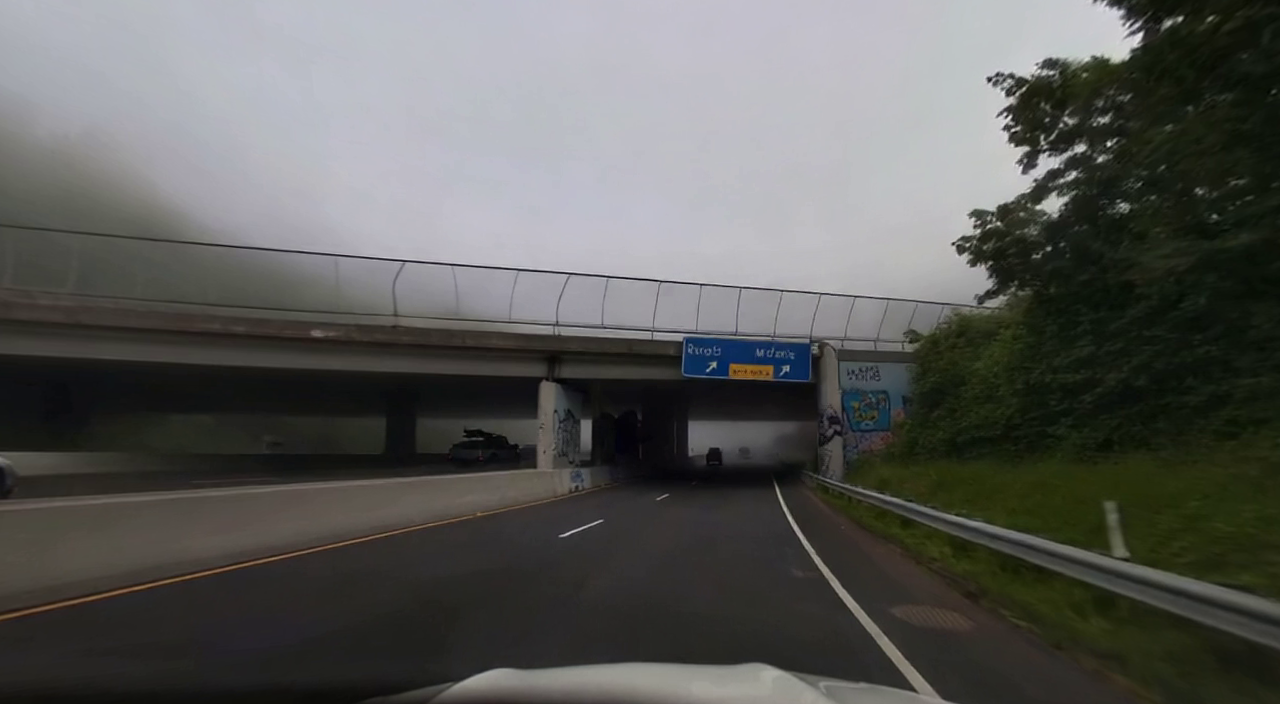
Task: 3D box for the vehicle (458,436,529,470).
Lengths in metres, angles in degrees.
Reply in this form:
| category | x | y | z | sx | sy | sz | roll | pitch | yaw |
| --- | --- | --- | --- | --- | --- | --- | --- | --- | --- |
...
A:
| category | x | y | z | sx | sy | sz | roll | pitch | yaw |
| --- | --- | --- | --- | --- | --- | --- | --- | --- | --- |
| vehicle | -7.906 | 5.482 | 34.432 | 1.962 | 1.731 | 4.523 | -2 | -9 | 12 |

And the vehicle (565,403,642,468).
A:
| category | x | y | z | sx | sy | sz | roll | pitch | yaw |
| --- | --- | --- | --- | --- | --- | --- | --- | --- | --- |
| vehicle | -2.262 | 5.838 | 43.811 | 2.942 | 3.975 | 9.515 | -2 | -9 | 12 |

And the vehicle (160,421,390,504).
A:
| category | x | y | z | sx | sy | sz | roll | pitch | yaw |
| --- | --- | --- | --- | --- | --- | --- | --- | --- | --- |
| vehicle | -8.126 | 2.505 | 14.688 | 1.979 | 1.600 | 4.516 | -2 | -9 | 13 |

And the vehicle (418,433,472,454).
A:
| category | x | y | z | sx | sy | sz | roll | pitch | yaw |
| --- | --- | --- | --- | --- | --- | --- | --- | --- | --- |
| vehicle | -14.440 | 6.857 | 46.935 | 1.833 | 1.452 | 4.450 | -1 | -9 | 12 |
